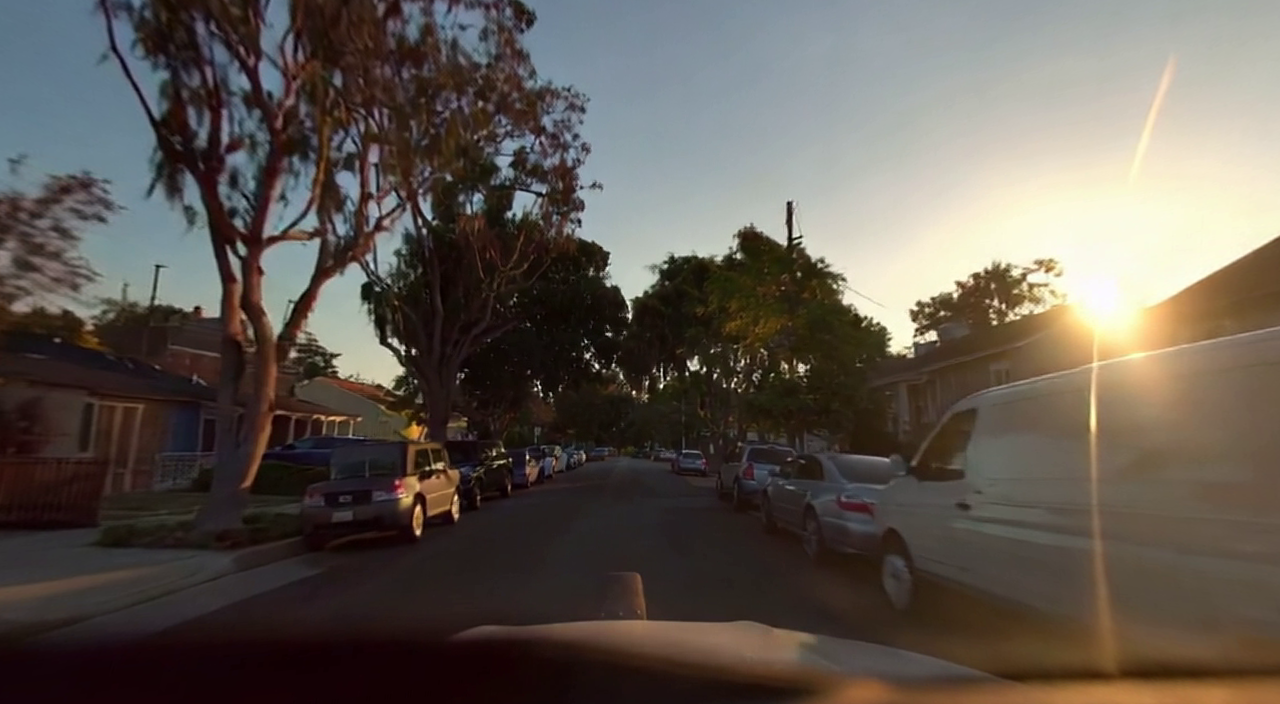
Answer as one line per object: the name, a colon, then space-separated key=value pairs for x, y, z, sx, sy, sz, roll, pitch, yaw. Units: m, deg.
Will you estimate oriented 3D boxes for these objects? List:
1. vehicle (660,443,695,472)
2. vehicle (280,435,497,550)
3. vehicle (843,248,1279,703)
vehicle: x=2.849 y=8.176 z=49.032 sx=2.191 sy=2.038 sz=4.962 roll=0 pitch=-7 yaw=-2
vehicle: x=-4.115 y=2.324 z=11.373 sx=1.908 sy=1.493 sz=4.806 roll=4 pitch=-8 yaw=0
vehicle: x=3.016 y=0.938 z=3.659 sx=1.993 sy=2.129 sz=4.893 roll=-1 pitch=-7 yaw=0
